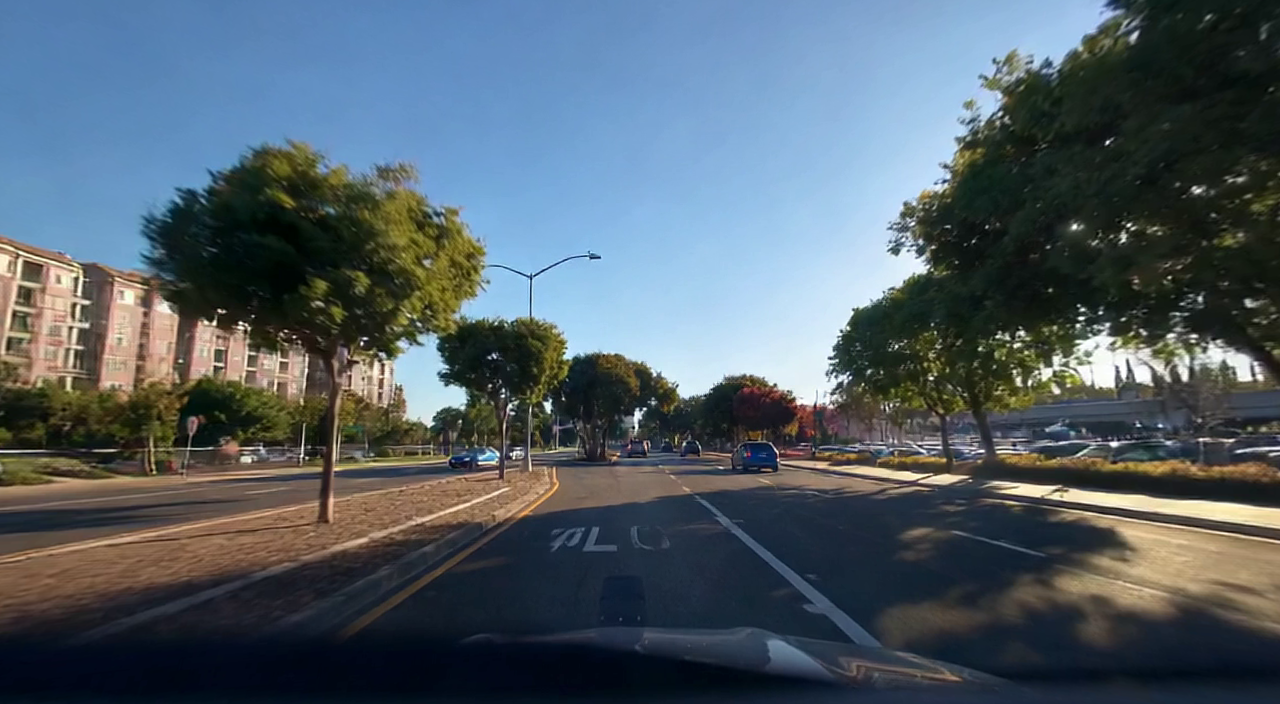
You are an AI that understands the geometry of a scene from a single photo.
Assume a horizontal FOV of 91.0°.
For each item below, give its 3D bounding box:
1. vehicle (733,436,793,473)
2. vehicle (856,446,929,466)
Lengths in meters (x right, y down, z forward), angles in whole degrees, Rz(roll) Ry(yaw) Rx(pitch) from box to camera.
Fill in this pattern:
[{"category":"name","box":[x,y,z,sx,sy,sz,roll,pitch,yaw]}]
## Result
[{"category":"vehicle","box":[6.564,5.542,34.206,2.136,1.799,4.796,0,-9,-2]},{"category":"vehicle","box":[19.066,7.884,47.672,4.683,1.462,1.995,0,-9,-1]}]
